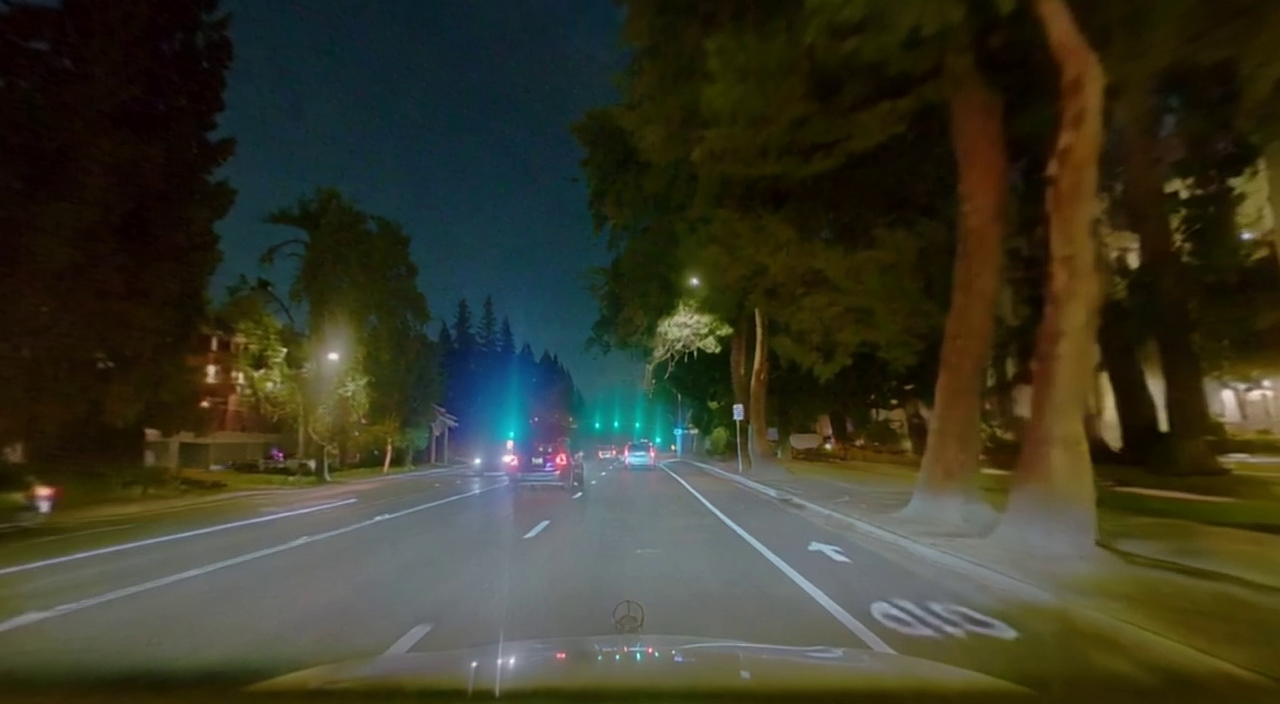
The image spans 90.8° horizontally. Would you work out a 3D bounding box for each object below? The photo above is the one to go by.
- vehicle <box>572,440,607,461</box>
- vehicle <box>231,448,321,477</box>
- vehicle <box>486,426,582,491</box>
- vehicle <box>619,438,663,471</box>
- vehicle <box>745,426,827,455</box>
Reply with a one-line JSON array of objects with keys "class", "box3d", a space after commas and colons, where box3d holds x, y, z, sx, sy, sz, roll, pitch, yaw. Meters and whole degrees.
[{"class": "vehicle", "box3d": [-3.769, 7.491, 48.078, 2.268, 1.522, 4.350, 0, -8, 0]}, {"class": "vehicle", "box3d": [-22.287, 6.747, 38.774, 4.203, 1.693, 2.072, 0, -8, 1]}, {"class": "vehicle", "box3d": [-3.138, 3.288, 19.746, 2.157, 1.771, 4.452, 0, -8, 1]}, {"class": "vehicle", "box3d": [0.003, 5.106, 31.702, 2.062, 1.518, 3.901, 0, -8, -1]}, {"class": "vehicle", "box3d": [11.068, 6.740, 48.212, 5.552, 2.070, 2.533, 0, -8, -4]}]
